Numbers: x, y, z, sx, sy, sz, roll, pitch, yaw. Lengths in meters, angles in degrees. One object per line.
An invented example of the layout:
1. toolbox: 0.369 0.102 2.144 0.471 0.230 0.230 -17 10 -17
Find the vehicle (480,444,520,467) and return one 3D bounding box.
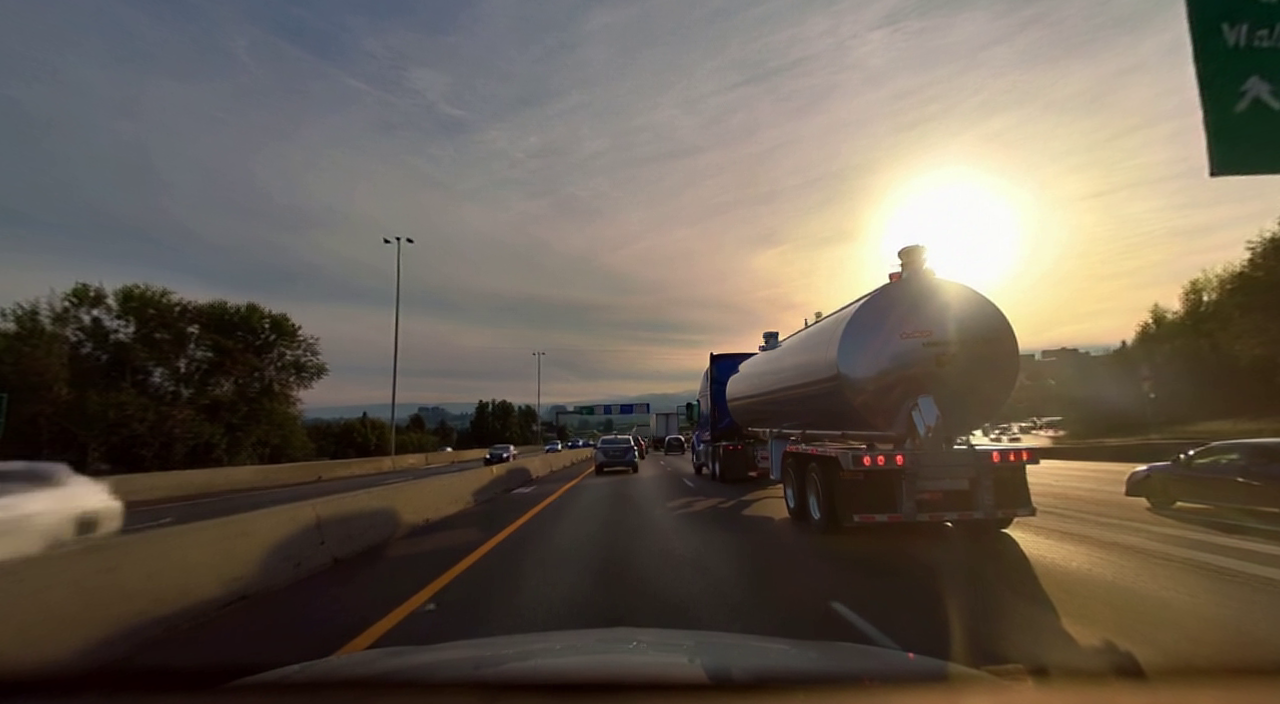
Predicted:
1. vehicle: -9.343 6.922 42.372 1.853 1.459 4.228 0 -8 -1

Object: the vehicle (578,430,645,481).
1. vehicle: -0.851 3.344 20.629 2.000 1.510 3.518 0 -8 0

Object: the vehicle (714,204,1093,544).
1. vehicle: 3.495 0.813 11.818 2.826 3.905 9.262 0 -8 -1

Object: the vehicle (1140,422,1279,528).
1. vehicle: 9.824 1.777 9.217 1.739 1.471 3.889 0 -8 -2

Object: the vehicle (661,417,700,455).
1. vehicle: 3.120 6.613 49.452 2.475 2.782 4.986 0 -8 -3
